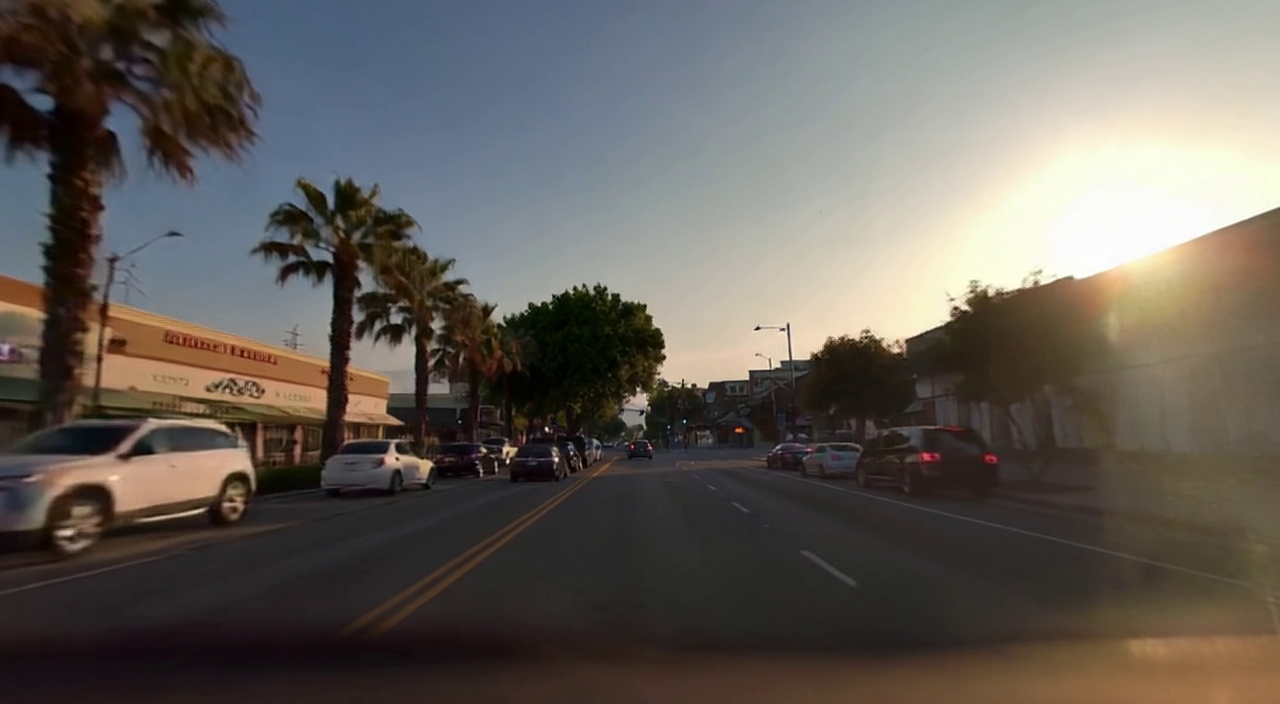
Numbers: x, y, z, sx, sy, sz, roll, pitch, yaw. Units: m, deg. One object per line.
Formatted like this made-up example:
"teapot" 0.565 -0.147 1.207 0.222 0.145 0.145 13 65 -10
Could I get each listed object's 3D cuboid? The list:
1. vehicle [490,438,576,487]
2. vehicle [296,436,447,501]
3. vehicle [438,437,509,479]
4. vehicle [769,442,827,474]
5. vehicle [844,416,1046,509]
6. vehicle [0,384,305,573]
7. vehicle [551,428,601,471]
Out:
"vehicle" -3.482 3.716 21.465 2.044 1.462 4.624 0 -9 1
"vehicle" -6.969 3.074 16.979 2.071 1.501 4.339 0 -9 1
"vehicle" -6.586 4.229 25.403 1.668 1.525 4.168 0 -9 1
"vehicle" 7.815 5.269 31.558 1.888 1.496 4.294 0 -9 1
"vehicle" 7.366 2.764 16.221 2.256 1.936 5.838 0 -9 0
"vehicle" -6.934 1.551 8.295 2.026 1.735 5.361 0 -9 1
"vehicle" -3.227 5.062 32.744 2.158 2.040 4.511 0 -9 0
